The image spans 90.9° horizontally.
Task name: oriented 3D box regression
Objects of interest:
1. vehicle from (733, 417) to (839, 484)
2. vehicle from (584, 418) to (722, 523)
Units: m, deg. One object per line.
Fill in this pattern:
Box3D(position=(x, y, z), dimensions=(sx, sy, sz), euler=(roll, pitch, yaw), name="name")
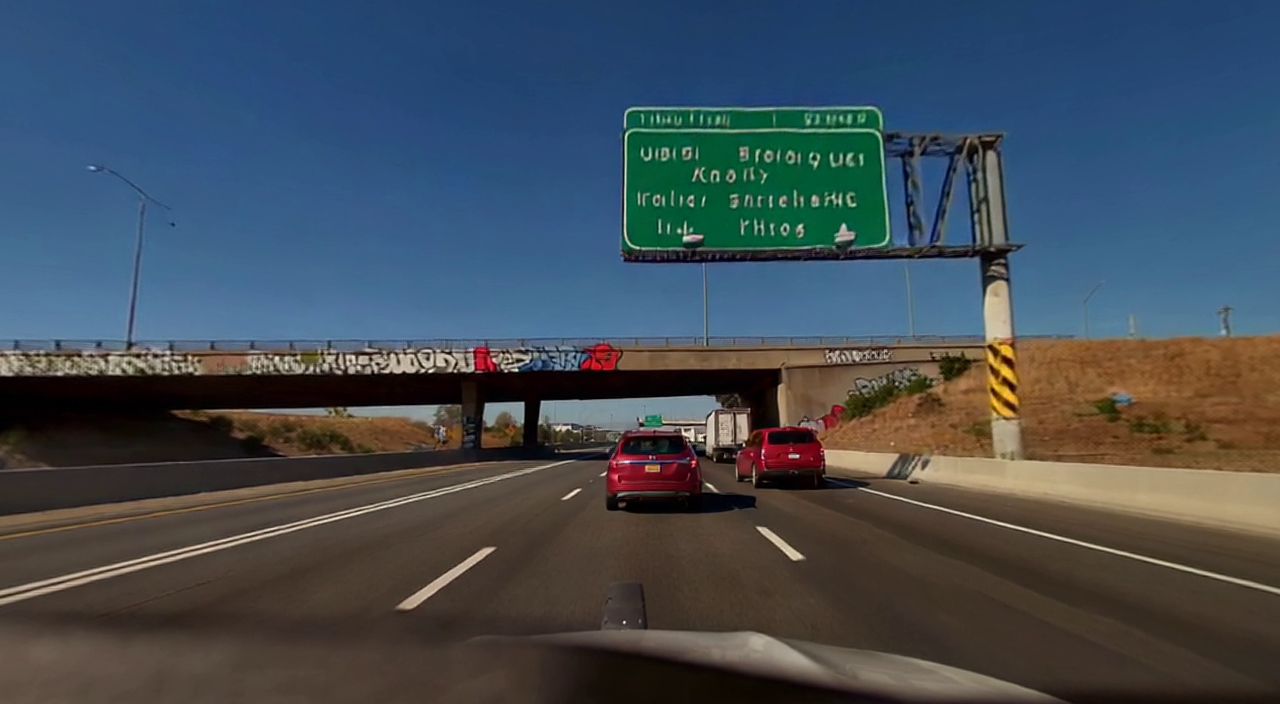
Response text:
Box3D(position=(4.636, 3.275, 21.156), dimensions=(2.311, 1.922, 5.977), euler=(0, -8, 2), name="vehicle")
Box3D(position=(0.238, 2.179, 12.067), dimensions=(2.193, 1.651, 3.946), euler=(0, -8, 1), name="vehicle")
